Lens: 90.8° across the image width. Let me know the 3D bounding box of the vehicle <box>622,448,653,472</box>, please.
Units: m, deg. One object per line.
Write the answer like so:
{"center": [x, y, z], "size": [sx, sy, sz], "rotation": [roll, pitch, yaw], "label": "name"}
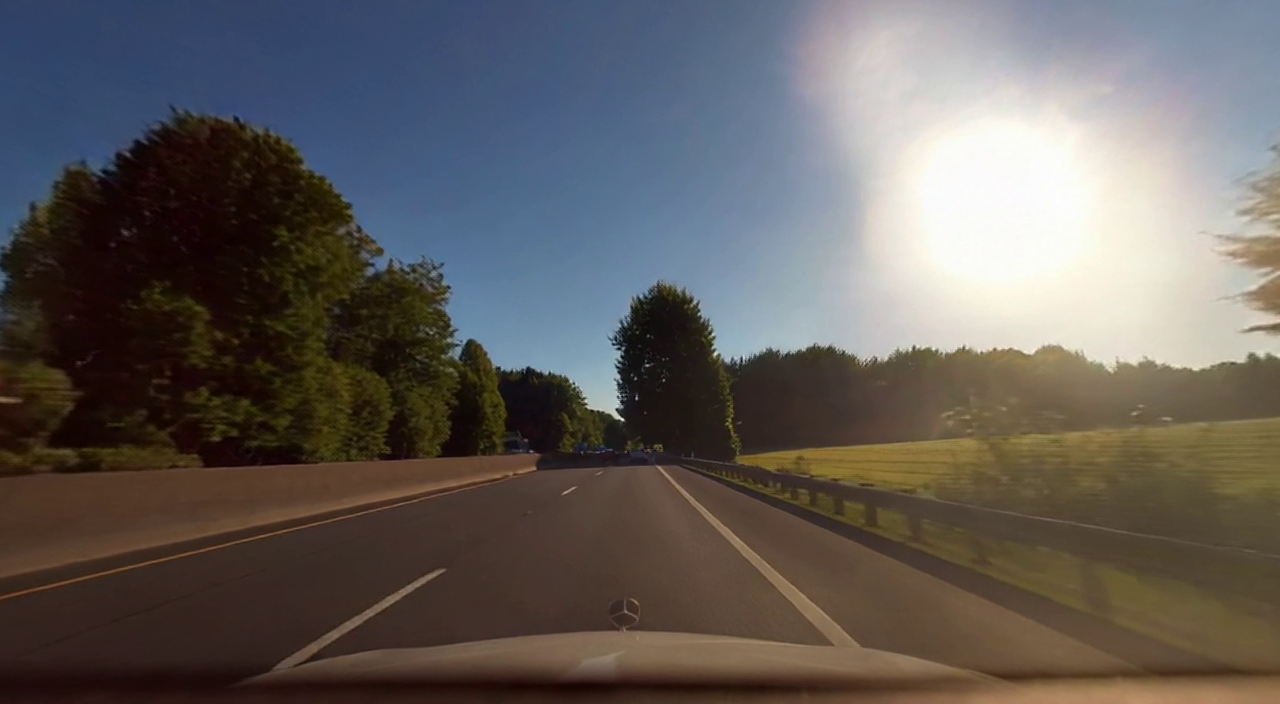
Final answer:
{"center": [-0.155, 6.699, 39.222], "size": [1.853, 1.436, 3.438], "rotation": [0, -9, -1], "label": "vehicle"}
